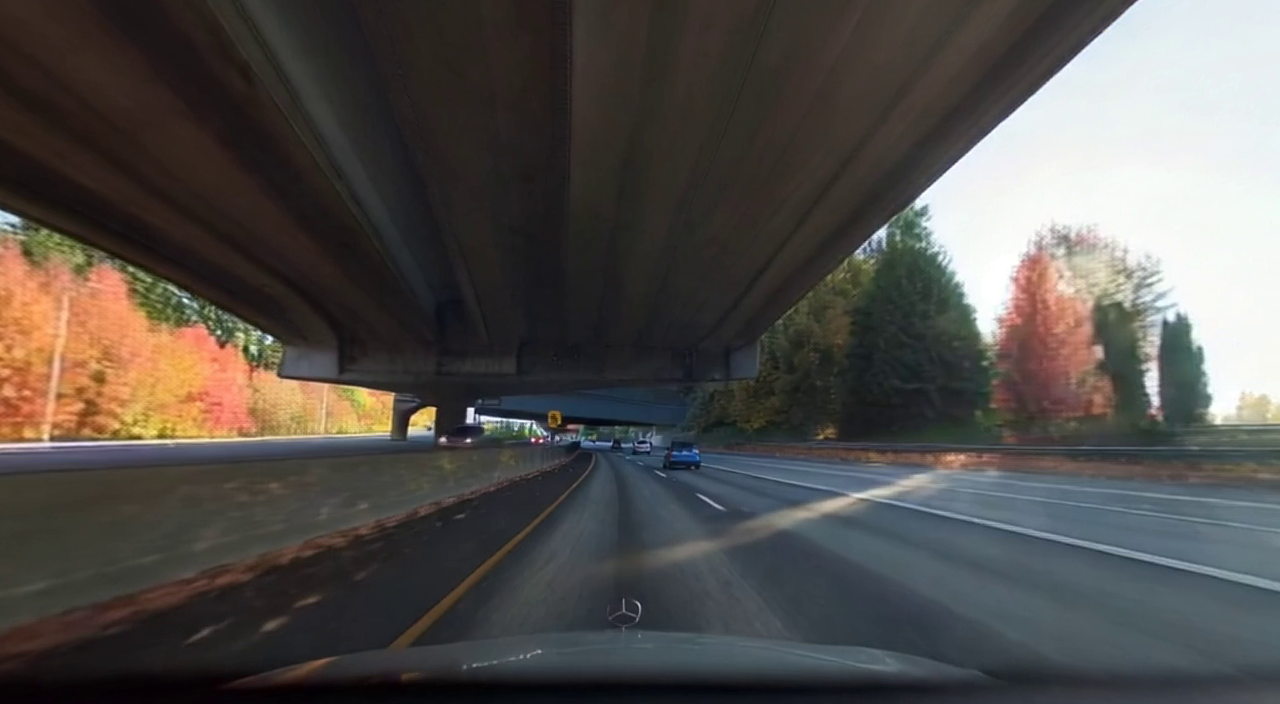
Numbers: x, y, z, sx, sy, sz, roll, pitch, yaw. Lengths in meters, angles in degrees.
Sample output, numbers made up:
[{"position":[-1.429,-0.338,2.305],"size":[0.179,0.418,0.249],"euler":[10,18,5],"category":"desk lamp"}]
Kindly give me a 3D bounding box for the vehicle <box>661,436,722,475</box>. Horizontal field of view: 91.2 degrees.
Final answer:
[{"position":[2.305,4.801,29.173],"size":[2.337,1.633,4.222],"euler":[0,-9,-2],"category":"vehicle"}]

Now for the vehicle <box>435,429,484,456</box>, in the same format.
[{"position":[-10.670,5.391,37.235],"size":[1.812,1.479,3.751],"euler":[0,-9,-1],"category":"vehicle"}]
